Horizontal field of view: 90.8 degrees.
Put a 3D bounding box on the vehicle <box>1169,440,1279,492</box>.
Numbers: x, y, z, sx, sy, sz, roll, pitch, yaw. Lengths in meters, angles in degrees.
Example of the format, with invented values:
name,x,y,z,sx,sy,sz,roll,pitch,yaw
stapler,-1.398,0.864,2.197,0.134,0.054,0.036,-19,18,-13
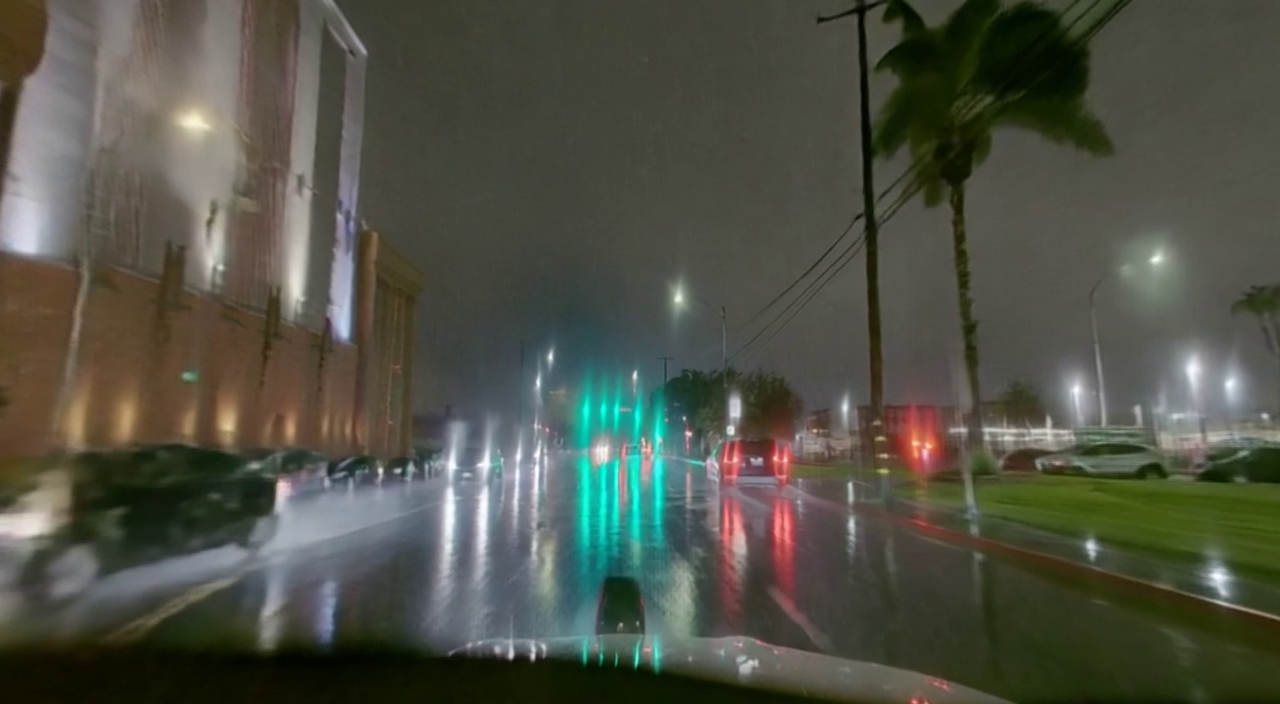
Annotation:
name,x,y,z,sx,sy,sz,roll,pitch,yaw
vehicle,20.574,3.656,20.548,4.673,1.592,2.193,-1,-8,2

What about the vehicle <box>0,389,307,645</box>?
name,x,y,z,sx,sy,sz,roll,pitch,yaw
vehicle,-5.839,1.513,6.604,2.106,1.890,4.783,0,-8,0

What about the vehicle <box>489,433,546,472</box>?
name,x,y,z,sx,sy,sz,roll,pitch,yaw
vehicle,-6.348,5.245,33.255,2.138,1.858,4.788,0,-8,-1

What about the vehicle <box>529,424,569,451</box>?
name,x,y,z,sx,sy,sz,roll,pitch,yaw
vehicle,-6.541,6.231,45.834,2.295,1.837,4.680,0,-8,-1

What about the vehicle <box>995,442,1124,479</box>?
name,x,y,z,sx,sy,sz,roll,pitch,yaw
vehicle,20.325,5.252,30.776,4.540,1.386,2.337,-4,-8,-1

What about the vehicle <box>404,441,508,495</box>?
name,x,y,z,sx,sy,sz,roll,pitch,yaw
vehicle,-5.942,3.770,21.092,2.168,1.572,4.635,0,-8,-1

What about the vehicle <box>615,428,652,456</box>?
name,x,y,z,sx,sy,sz,roll,pitch,yaw
vehicle,-0.458,5.703,39.820,2.196,1.655,3.939,0,-8,-2

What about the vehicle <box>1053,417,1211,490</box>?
name,x,y,z,sx,sy,sz,roll,pitch,yaw
vehicle,24.094,5.002,31.223,5.041,3.302,3.064,1,-9,1

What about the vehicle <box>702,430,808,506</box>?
name,x,y,z,sx,sy,sz,roll,pitch,yaw
vehicle,3.052,3.174,17.784,1.995,1.858,4.333,0,-8,-2
